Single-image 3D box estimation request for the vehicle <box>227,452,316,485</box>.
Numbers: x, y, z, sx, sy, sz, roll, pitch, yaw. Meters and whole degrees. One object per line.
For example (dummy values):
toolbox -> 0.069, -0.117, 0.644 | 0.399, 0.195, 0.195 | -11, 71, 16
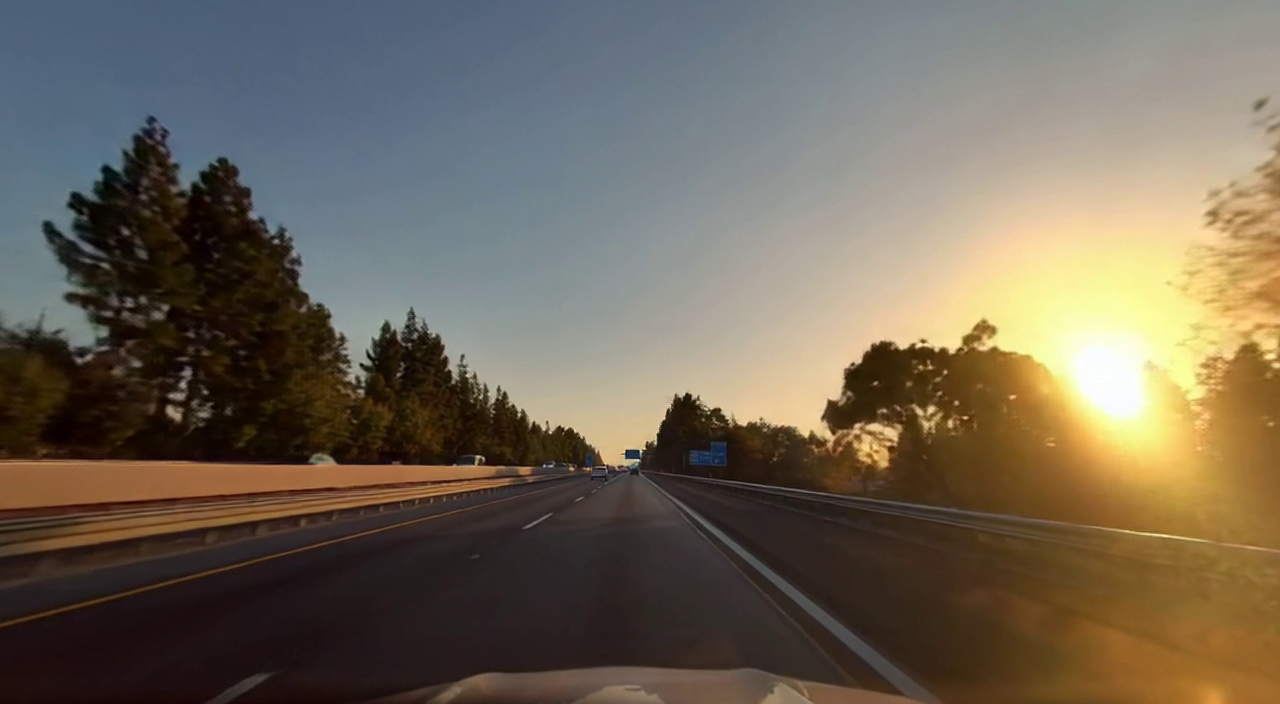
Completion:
vehicle -> -17.342, 5.529, 29.893 | 1.941, 1.438, 3.725 | 1, -10, -1
